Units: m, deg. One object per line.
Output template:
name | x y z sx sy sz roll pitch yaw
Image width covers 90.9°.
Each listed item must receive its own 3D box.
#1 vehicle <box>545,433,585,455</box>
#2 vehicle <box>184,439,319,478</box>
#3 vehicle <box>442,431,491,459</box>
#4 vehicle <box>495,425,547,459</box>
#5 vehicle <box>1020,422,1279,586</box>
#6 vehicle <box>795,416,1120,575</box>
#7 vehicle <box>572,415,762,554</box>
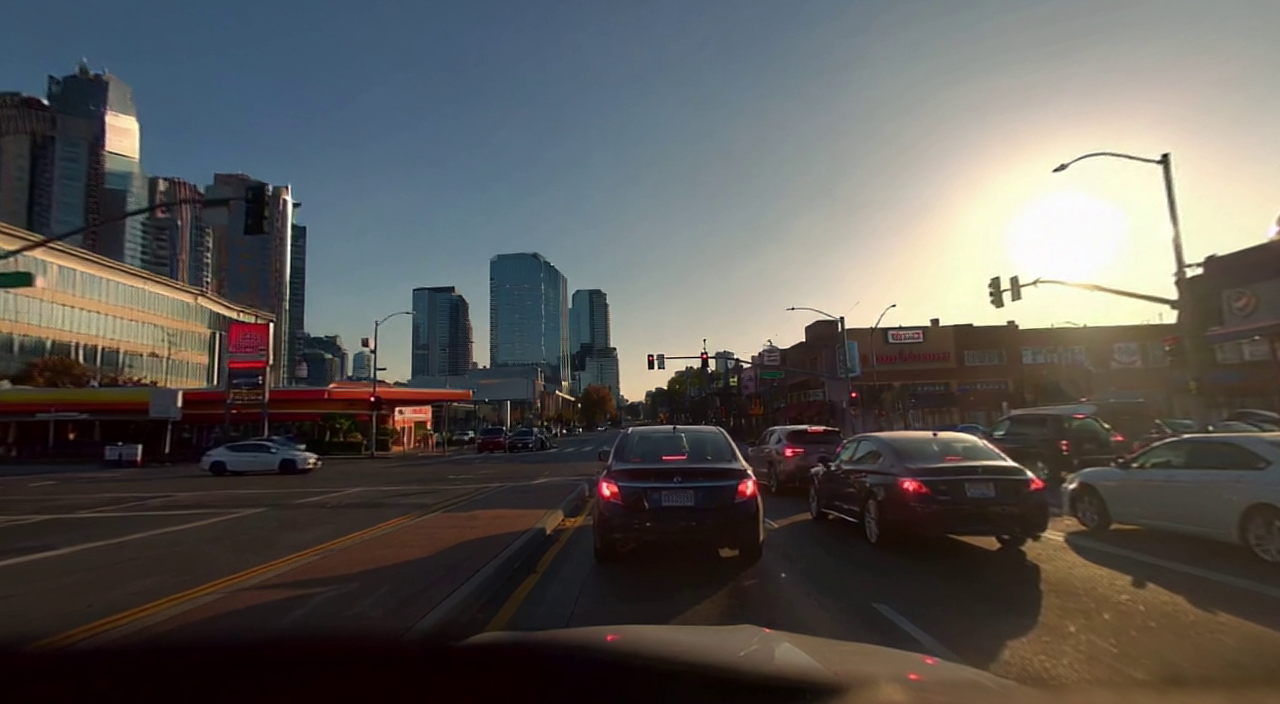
vehicle | -5.295 6.592 45.114 2.200 1.480 4.292 0 -8 1
vehicle | -17.912 4.899 29.335 4.833 1.701 2.077 2 -8 -13
vehicle | -12.021 6.502 44.079 2.122 1.829 4.559 0 -8 0
vehicle | -8.696 6.621 46.757 2.710 2.022 5.889 -2 -4 0
vehicle | 6.770 1.589 7.217 2.059 1.458 4.395 0 -8 -1
vehicle | 3.550 1.674 8.229 1.883 1.480 4.489 0 -8 0
vehicle | 0.255 1.731 8.880 2.073 1.496 3.892 0 -8 -1
